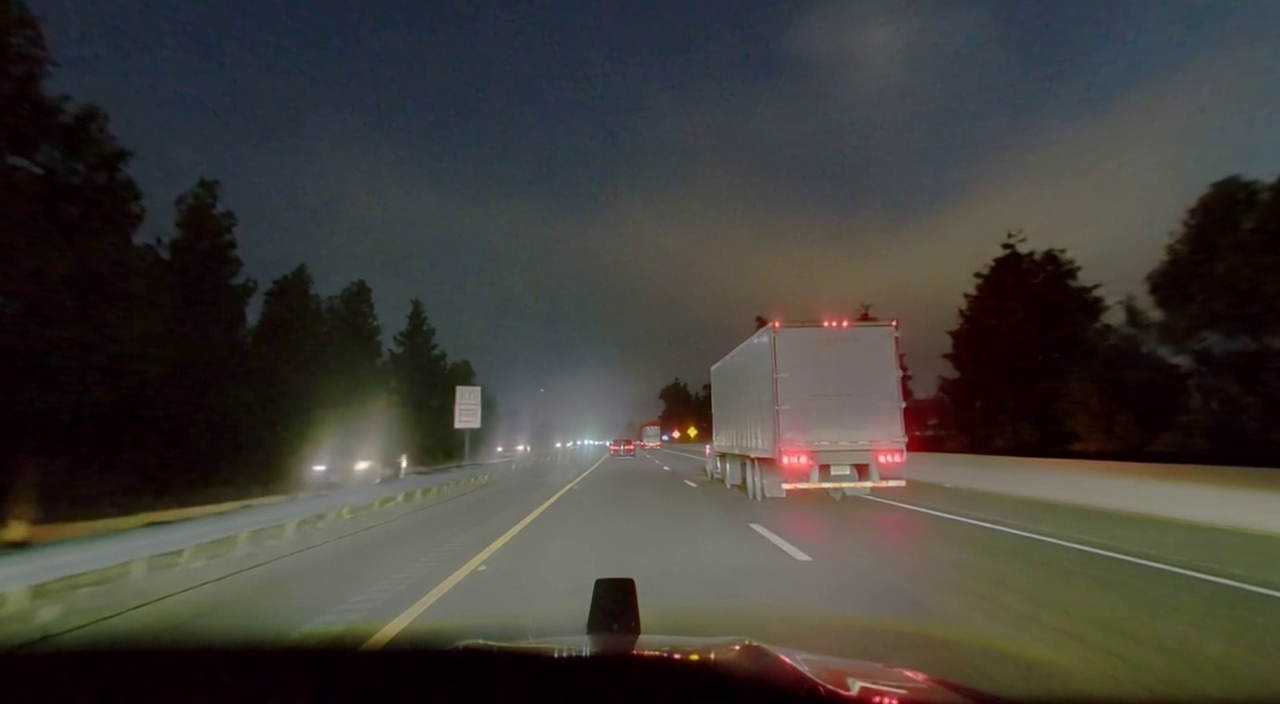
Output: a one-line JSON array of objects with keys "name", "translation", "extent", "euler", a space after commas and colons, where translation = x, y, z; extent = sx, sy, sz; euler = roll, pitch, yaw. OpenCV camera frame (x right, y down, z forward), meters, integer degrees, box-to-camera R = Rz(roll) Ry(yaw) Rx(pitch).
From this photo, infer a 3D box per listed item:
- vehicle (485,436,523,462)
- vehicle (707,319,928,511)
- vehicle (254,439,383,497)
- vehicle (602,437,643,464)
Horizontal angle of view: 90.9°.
[{"name": "vehicle", "translation": [-9.875, 7.040, 46.058], "extent": [1.985, 1.746, 3.918], "euler": [0, -7, -1]}, {"name": "vehicle", "translation": [3.667, 1.663, 15.686], "extent": [2.921, 3.526, 8.207], "euler": [0, -7, -1]}, {"name": "vehicle", "translation": [-9.927, 3.564, 19.879], "extent": [1.963, 1.573, 3.985], "euler": [0, -7, -1]}, {"name": "vehicle", "translation": [-1.025, 5.684, 36.732], "extent": [2.259, 1.466, 3.693], "euler": [0, -7, -1]}]
